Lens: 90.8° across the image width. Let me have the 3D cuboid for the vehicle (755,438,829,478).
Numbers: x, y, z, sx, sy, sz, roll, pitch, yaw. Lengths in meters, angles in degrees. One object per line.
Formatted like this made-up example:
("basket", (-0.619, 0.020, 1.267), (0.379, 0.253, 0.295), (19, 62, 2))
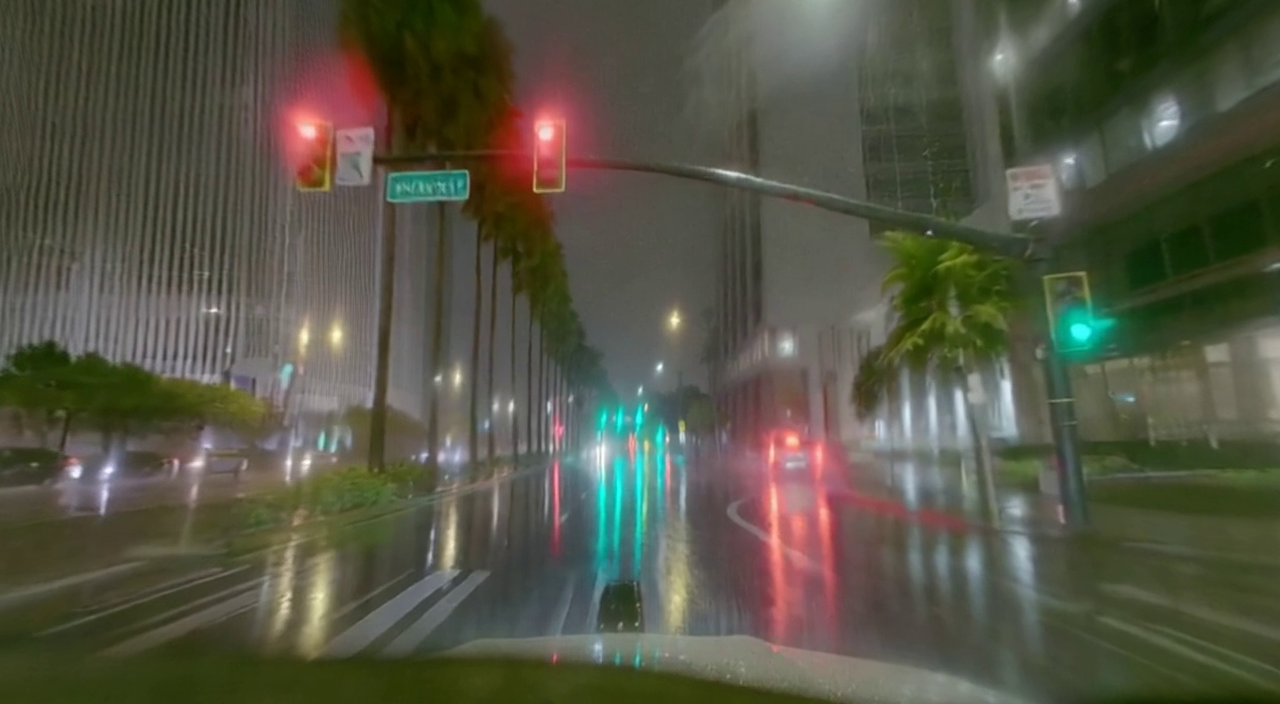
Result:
("vehicle", (7.051, 4.988, 29.859), (2.225, 1.727, 4.418), (0, -9, -2))

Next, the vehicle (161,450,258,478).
("vehicle", (-24.359, 6.329, 36.017), (1.905, 1.496, 4.960), (0, -9, 1))

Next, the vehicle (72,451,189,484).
("vehicle", (-24.268, 5.480, 30.344), (1.792, 1.461, 4.569), (0, -9, 1))

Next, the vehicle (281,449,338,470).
("vehicle", (-24.482, 7.964, 46.961), (1.801, 1.444, 4.640), (0, -9, -2))

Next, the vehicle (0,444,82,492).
("vehicle", (-24.370, 4.403, 24.158), (1.891, 1.737, 4.597), (0, -9, -2))
